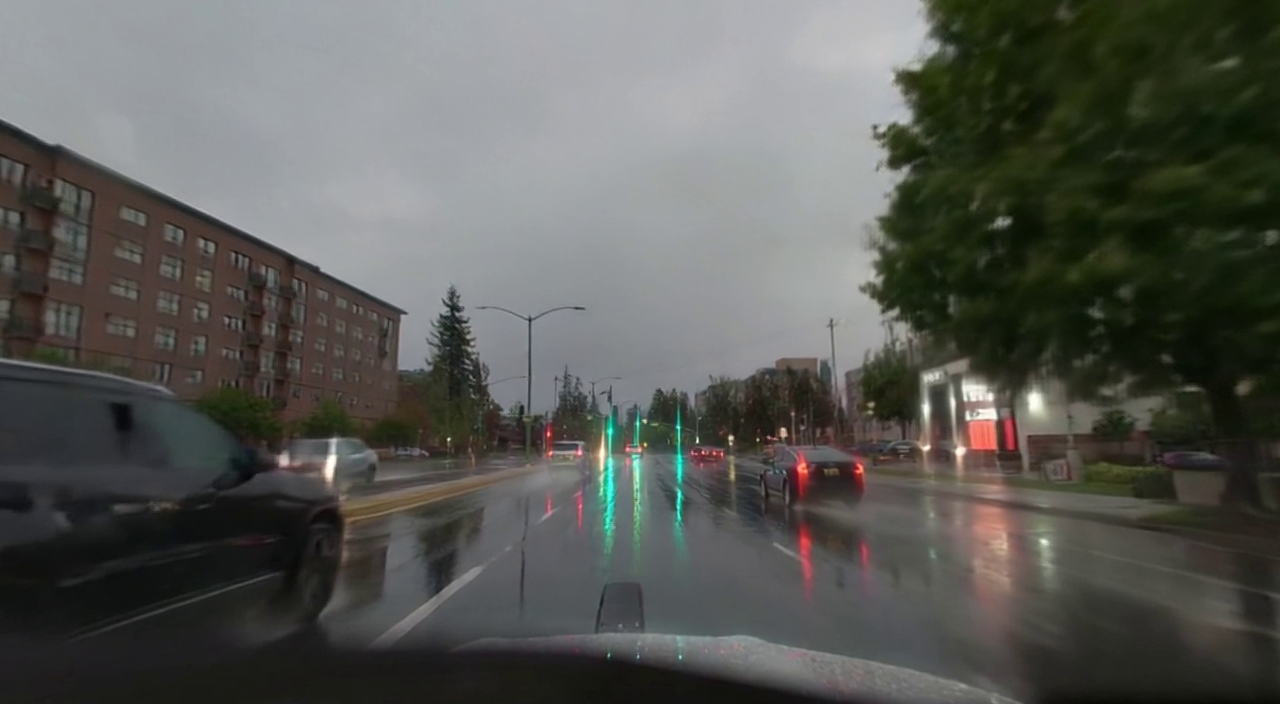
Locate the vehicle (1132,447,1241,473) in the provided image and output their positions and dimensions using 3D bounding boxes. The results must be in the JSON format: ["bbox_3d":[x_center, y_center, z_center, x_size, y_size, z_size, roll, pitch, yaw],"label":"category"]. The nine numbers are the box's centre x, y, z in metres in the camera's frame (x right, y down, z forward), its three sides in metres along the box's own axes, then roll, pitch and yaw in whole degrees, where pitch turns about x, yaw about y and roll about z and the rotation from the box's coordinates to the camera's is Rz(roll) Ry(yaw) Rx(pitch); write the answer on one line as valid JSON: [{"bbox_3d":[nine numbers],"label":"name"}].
[{"bbox_3d":[31.143,6.159,36.111,4.274,1.448,2.050,0,-9,0],"label":"vehicle"}]

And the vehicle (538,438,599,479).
[{"bbox_3d":[-3.351,5.100,30.527,2.305,1.833,4.912,0,-9,1],"label":"vehicle"}]

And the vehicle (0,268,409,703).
[{"bbox_3d":[-3.294,0.809,2.907,2.450,1.866,5.416,0,-9,-1],"label":"vehicle"}]

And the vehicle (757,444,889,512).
[{"bbox_3d":[4.451,3.126,16.197,1.960,1.471,4.378,0,-9,-2],"label":"vehicle"}]
